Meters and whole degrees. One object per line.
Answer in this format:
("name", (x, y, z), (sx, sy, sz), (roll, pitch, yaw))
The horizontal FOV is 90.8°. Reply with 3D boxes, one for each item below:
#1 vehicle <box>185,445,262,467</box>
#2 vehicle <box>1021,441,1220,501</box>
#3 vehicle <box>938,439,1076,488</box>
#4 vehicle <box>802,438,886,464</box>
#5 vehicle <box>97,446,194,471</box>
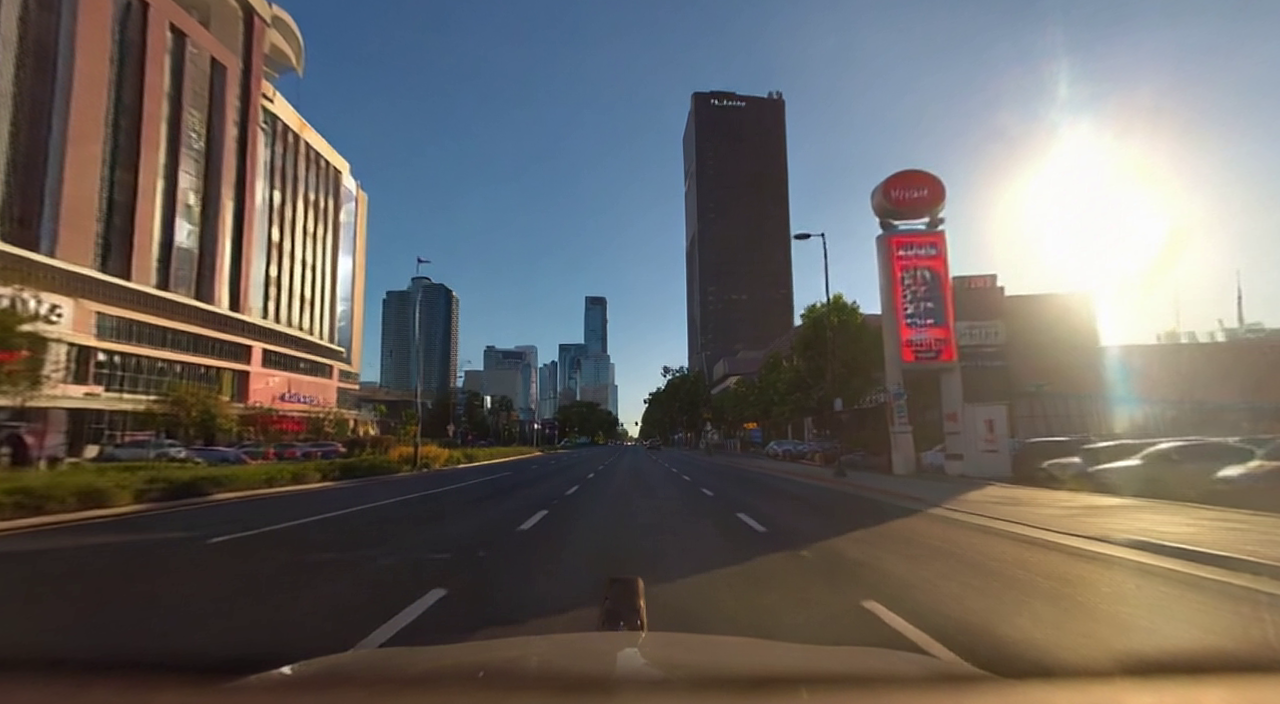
("vehicle", (-30.679, 7.661, 46.624), (4.323, 1.467, 1.895), (-1, -8, -1))
("vehicle", (13.002, 3.197, 17.526), (1.865, 1.434, 4.373), (1, -8, -4))
("vehicle", (12.762, 3.893, 22.433), (1.928, 1.465, 4.874), (-2, -9, -1))
("vehicle", (14.161, 6.867, 44.028), (5.134, 1.732, 2.047), (0, -8, 0))
("vehicle", (-30.342, 6.516, 38.839), (4.311, 1.457, 1.808), (0, -8, -2))
